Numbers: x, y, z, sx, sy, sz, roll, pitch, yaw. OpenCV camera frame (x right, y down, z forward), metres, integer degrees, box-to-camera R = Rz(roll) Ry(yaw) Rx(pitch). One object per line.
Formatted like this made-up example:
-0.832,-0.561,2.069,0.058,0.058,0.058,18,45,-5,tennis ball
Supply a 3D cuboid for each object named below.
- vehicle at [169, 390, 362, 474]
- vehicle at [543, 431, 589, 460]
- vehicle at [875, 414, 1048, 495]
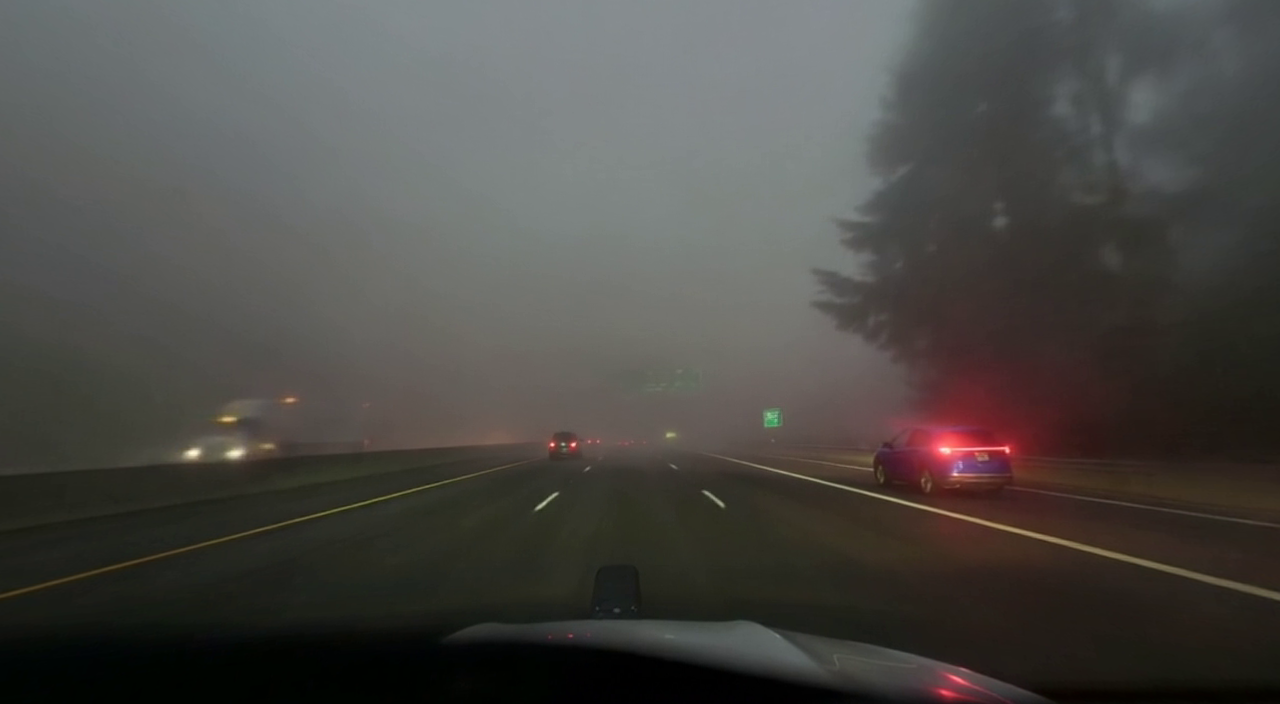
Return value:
-21.522,4.840,37.946,3.227,4.116,13.948,0,-8,-1,vehicle
-3.948,5.030,34.125,2.032,1.465,4.316,0,-8,-1,vehicle
7.363,2.372,14.925,1.956,1.634,3.935,0,-8,-1,vehicle
